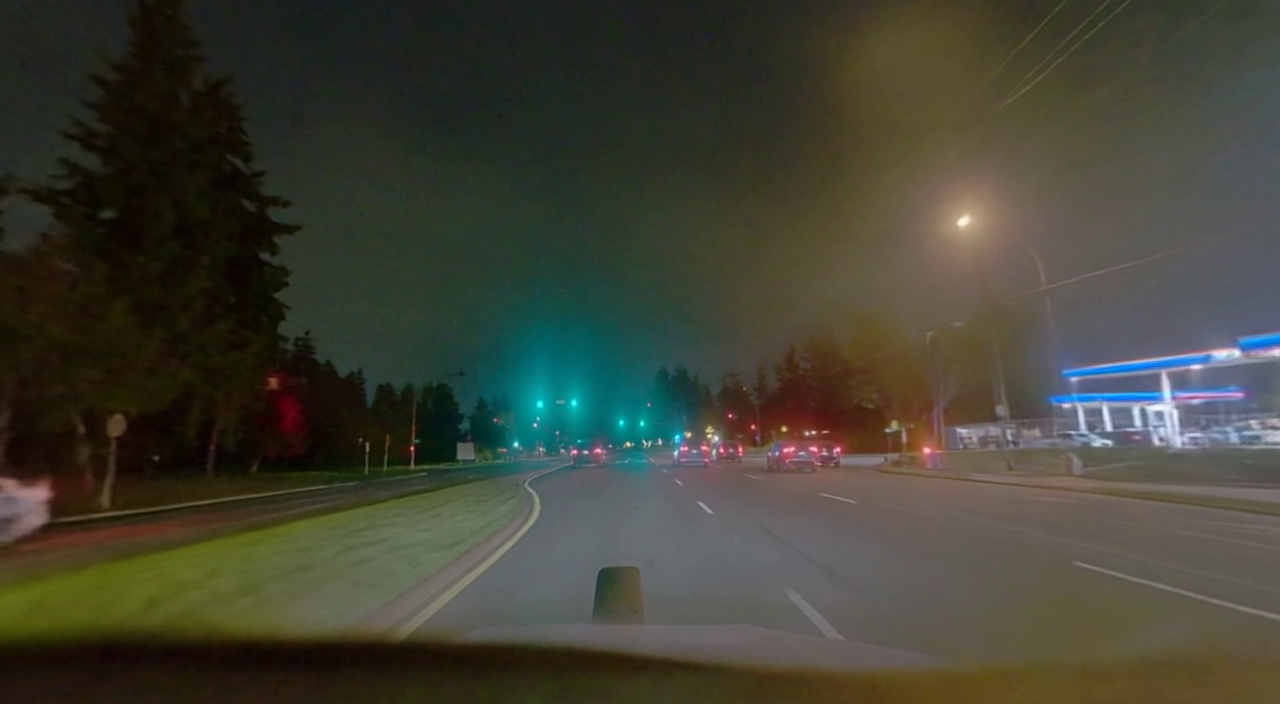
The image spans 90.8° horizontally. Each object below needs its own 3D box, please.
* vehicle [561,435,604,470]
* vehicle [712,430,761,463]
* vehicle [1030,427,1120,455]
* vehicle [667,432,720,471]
[{"bbox_3d":[-3.233,5.748,36.324,2.261,1.820,4.255,0,-8,-3],"label":"vehicle"},{"bbox_3d":[6.902,6.851,45.865,2.510,2.176,5.527,0,-8,-2],"label":"vehicle"},{"bbox_3d":[24.241,5.023,35.418,1.805,1.460,4.326,0,-8,-2],"label":"vehicle"},{"bbox_3d":[2.631,5.016,32.100,2.140,1.800,4.660,0,-8,-1],"label":"vehicle"}]
